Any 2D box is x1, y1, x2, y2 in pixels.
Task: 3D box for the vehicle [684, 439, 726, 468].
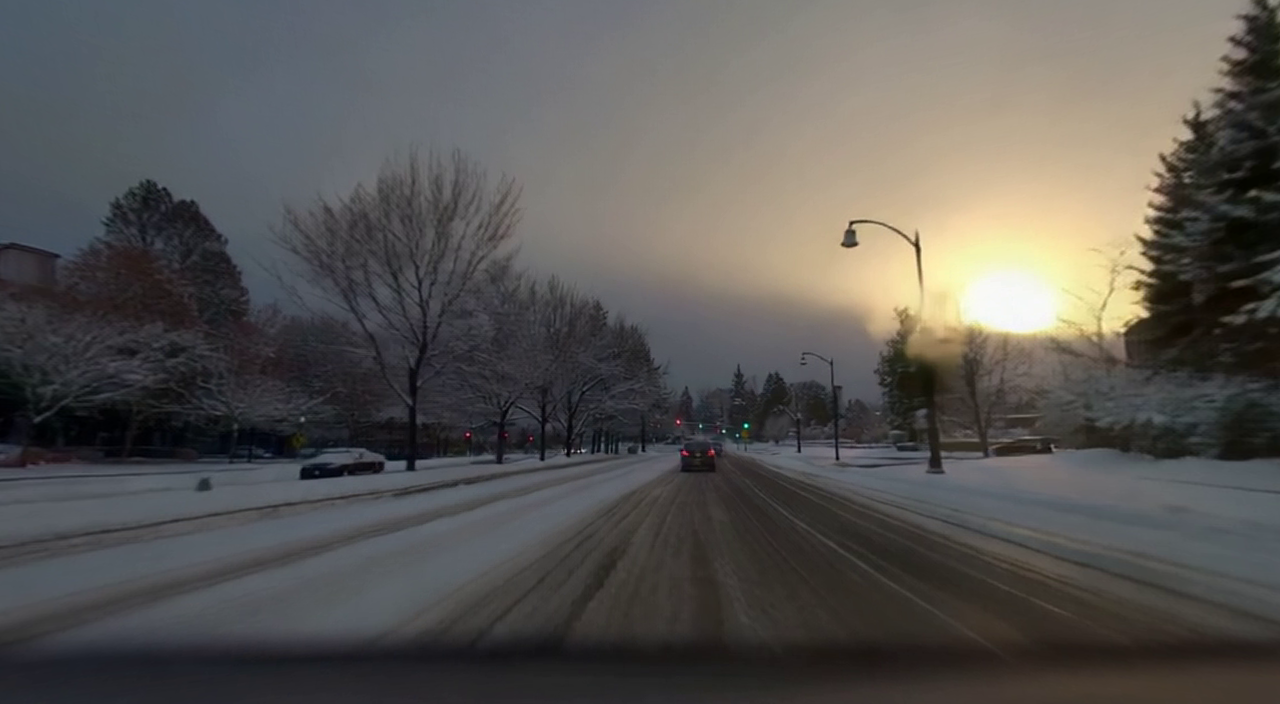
[{"bbox_3d":[3.581,5.682,35.554,2.133,1.481,4.276,-1,-8,4],"label":"vehicle"}]
